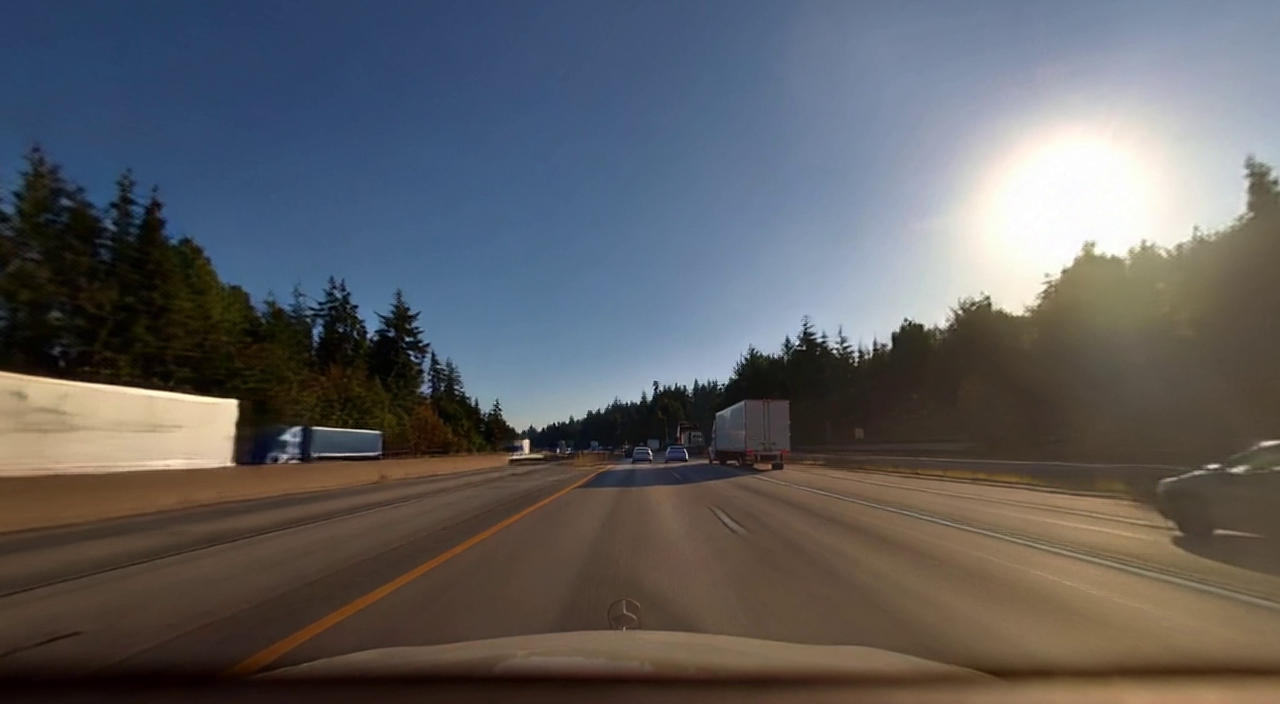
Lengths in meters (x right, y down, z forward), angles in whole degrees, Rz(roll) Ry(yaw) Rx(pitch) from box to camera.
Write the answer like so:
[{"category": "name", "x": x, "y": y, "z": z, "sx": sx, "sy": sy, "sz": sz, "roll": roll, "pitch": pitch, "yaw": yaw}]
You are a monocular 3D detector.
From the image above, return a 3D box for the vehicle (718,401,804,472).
[{"category": "vehicle", "x": 7.874, "y": 5.933, "z": 43.450, "sx": 3.044, "sy": 4.073, "sz": 14.016, "roll": 0, "pitch": -9, "yaw": 0}]

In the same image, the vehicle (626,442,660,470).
[{"category": "vehicle", "x": 0.178, "y": 6.880, "z": 41.802, "sx": 2.114, "sy": 1.706, "sz": 4.106, "roll": 0, "pitch": -9, "yaw": 0}]

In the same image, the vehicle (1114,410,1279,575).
[{"category": "vehicle", "x": 7.430, "y": 1.363, "z": 6.031, "sx": 2.011, "sy": 1.638, "sz": 4.737, "roll": 0, "pitch": -9, "yaw": -1}]

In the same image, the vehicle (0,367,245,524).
[{"category": "vehicle", "x": -16.977, "y": 3.034, "z": 20.422, "sx": 2.811, "sy": 4.030, "sz": 8.188, "roll": 0, "pitch": -9, "yaw": 0}]
